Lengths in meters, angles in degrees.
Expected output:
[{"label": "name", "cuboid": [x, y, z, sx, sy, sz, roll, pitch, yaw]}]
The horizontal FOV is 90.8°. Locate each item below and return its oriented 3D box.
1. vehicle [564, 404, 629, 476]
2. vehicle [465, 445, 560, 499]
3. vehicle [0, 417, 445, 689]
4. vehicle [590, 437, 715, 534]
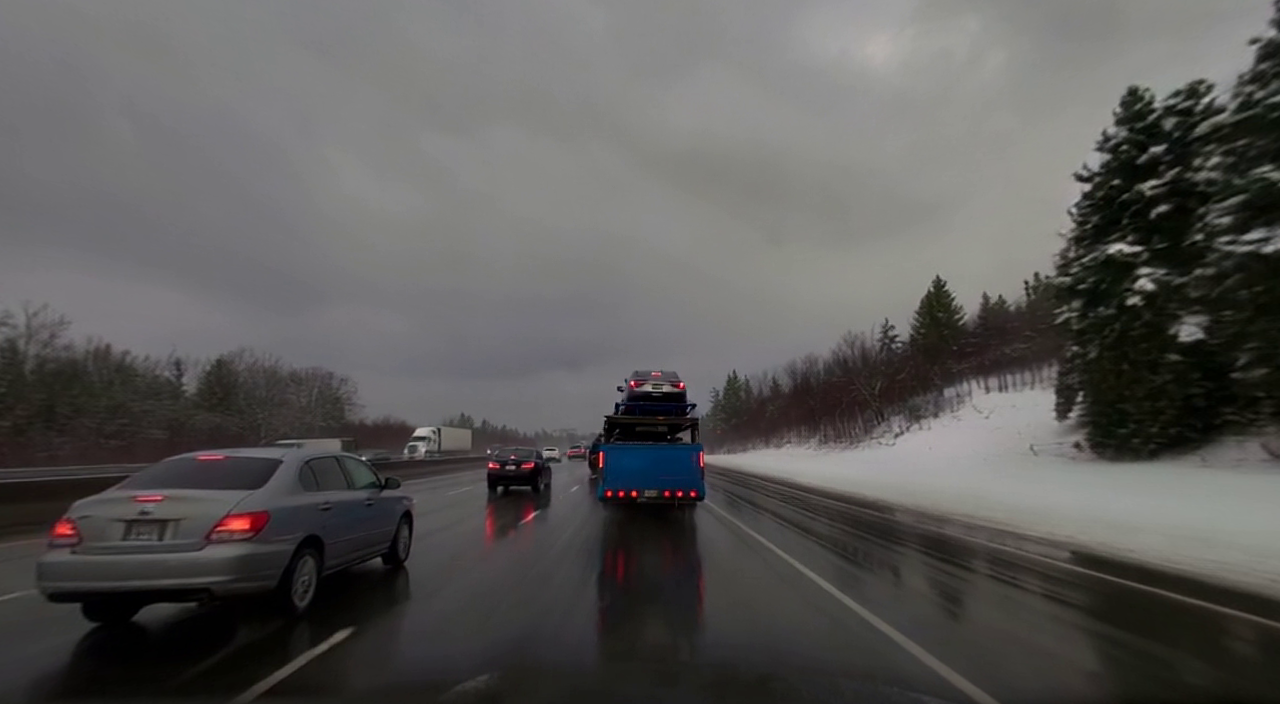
[{"label": "vehicle", "cuboid": [-2.977, 5.581, 39.394, 2.995, 3.854, 10.505, 1, -9, -10]}, {"label": "vehicle", "cuboid": [-3.821, 3.662, 19.757, 1.947, 1.470, 4.526, 0, -9, 1]}, {"label": "vehicle", "cuboid": [-3.367, 1.410, 5.455, 2.149, 1.497, 3.753, 0, -9, 0]}, {"label": "vehicle", "cuboid": [0.170, 2.390, 11.777, 1.991, 1.507, 3.391, 0, -9, -1]}]
